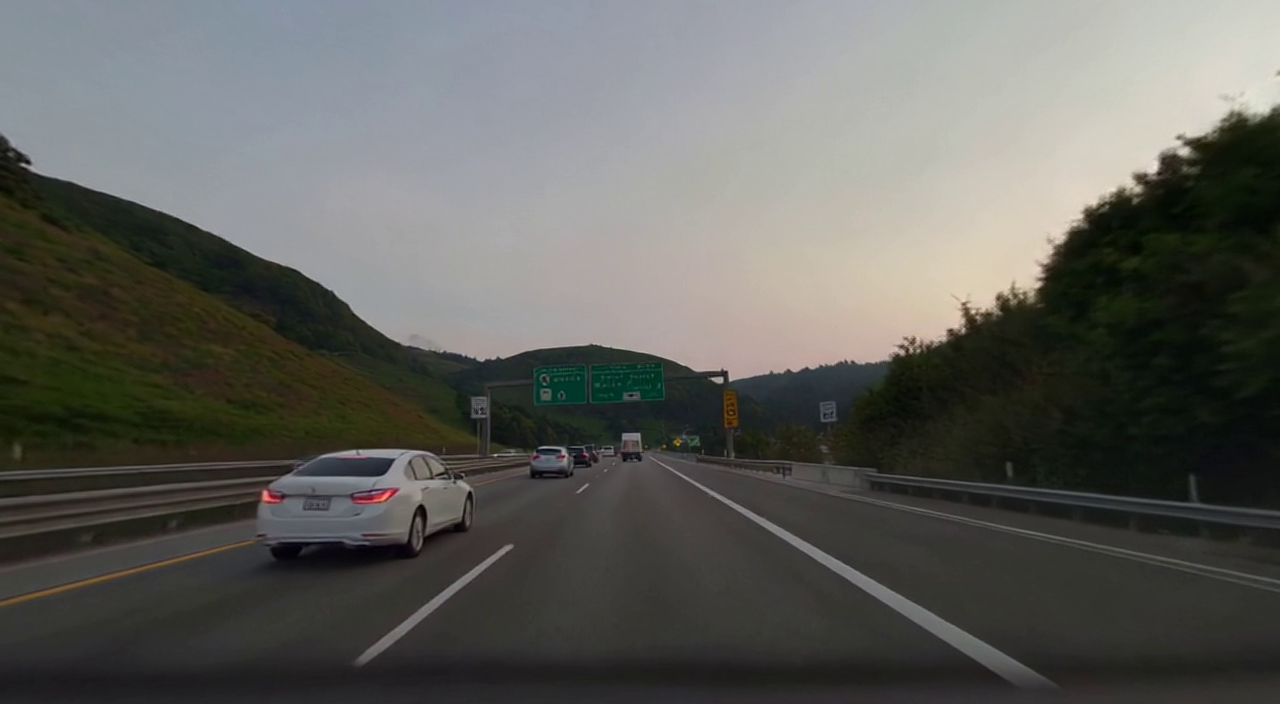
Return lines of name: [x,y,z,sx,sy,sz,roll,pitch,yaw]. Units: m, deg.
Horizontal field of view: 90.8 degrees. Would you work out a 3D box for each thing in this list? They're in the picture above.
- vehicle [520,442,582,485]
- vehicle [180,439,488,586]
vehicle: [-3.799,4.820,27.570,2.073,1.694,4.162,0,-9,0]
vehicle: [-3.596,1.960,8.598,1.988,1.440,4.504,0,-9,-1]
